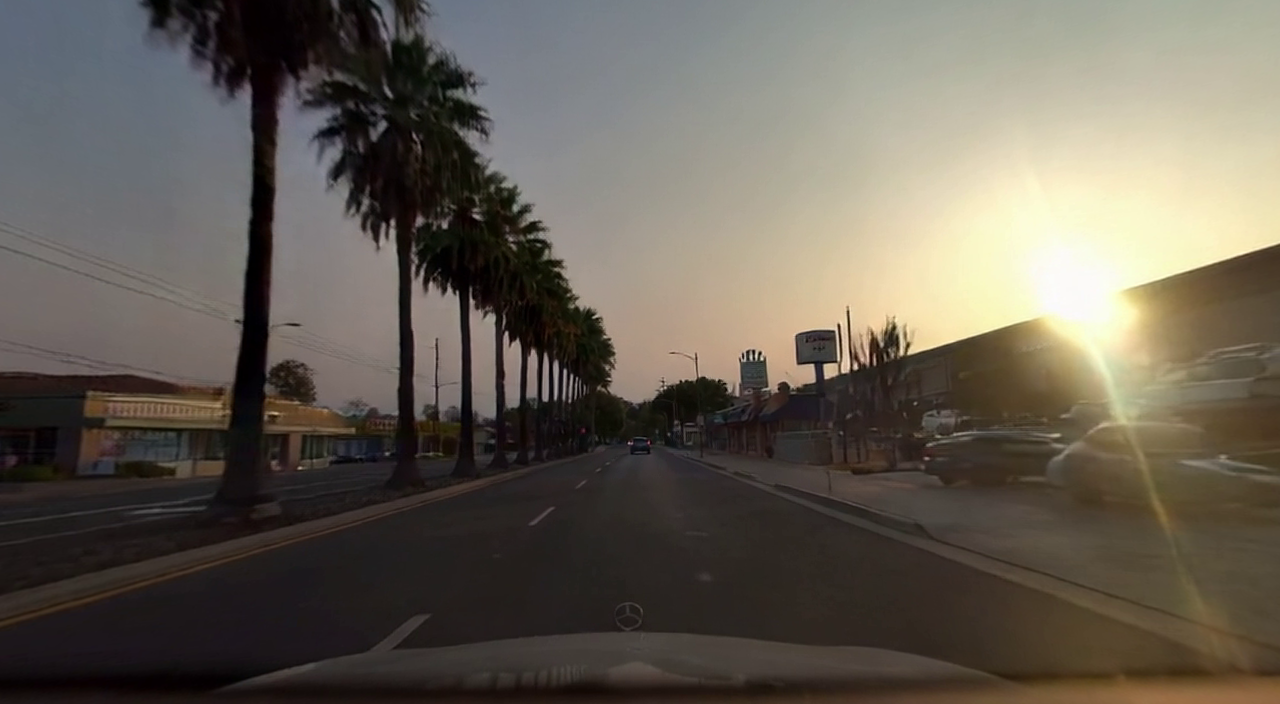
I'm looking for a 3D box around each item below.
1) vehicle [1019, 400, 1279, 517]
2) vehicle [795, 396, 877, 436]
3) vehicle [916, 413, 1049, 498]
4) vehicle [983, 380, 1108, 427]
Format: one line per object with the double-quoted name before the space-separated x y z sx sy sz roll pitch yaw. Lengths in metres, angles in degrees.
"vehicle" 9.447 2.020 11.956 1.655 1.820 3.969 0 -10 -5
"vehicle" 11.683 3.864 37.231 5.186 2.000 2.226 9 -13 -41
"vehicle" 9.468 3.099 17.853 1.917 1.876 4.629 -6 -15 12
"vehicle" 22.370 2.922 34.803 5.257 1.921 2.104 -13 -15 42
